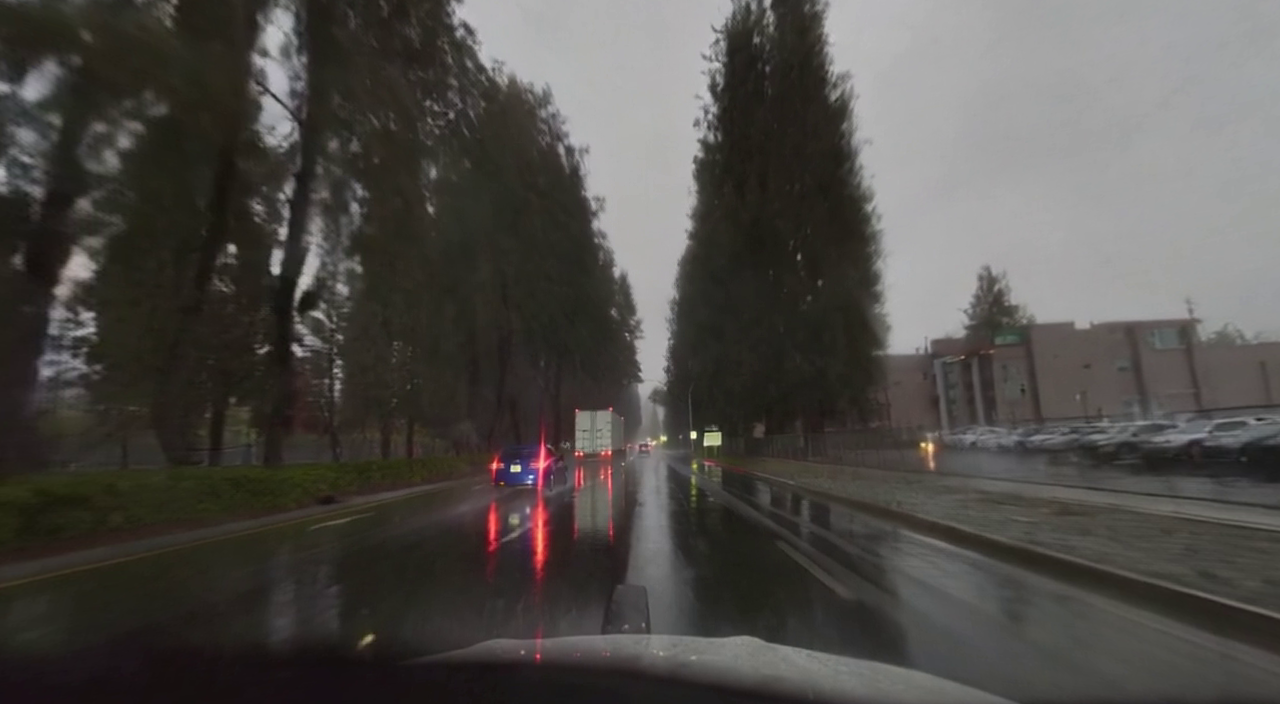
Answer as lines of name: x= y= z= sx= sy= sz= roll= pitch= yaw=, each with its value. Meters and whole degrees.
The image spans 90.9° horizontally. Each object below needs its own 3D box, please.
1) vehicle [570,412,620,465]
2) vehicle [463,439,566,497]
vehicle: x=-2.949 y=6.046 z=43.714 sx=2.746 sy=3.276 sz=8.572 roll=0 pitch=-8 yaw=0
vehicle: x=-3.487 y=3.296 z=18.403 sx=2.005 sy=1.462 sz=4.345 roll=-1 pitch=-8 yaw=2
